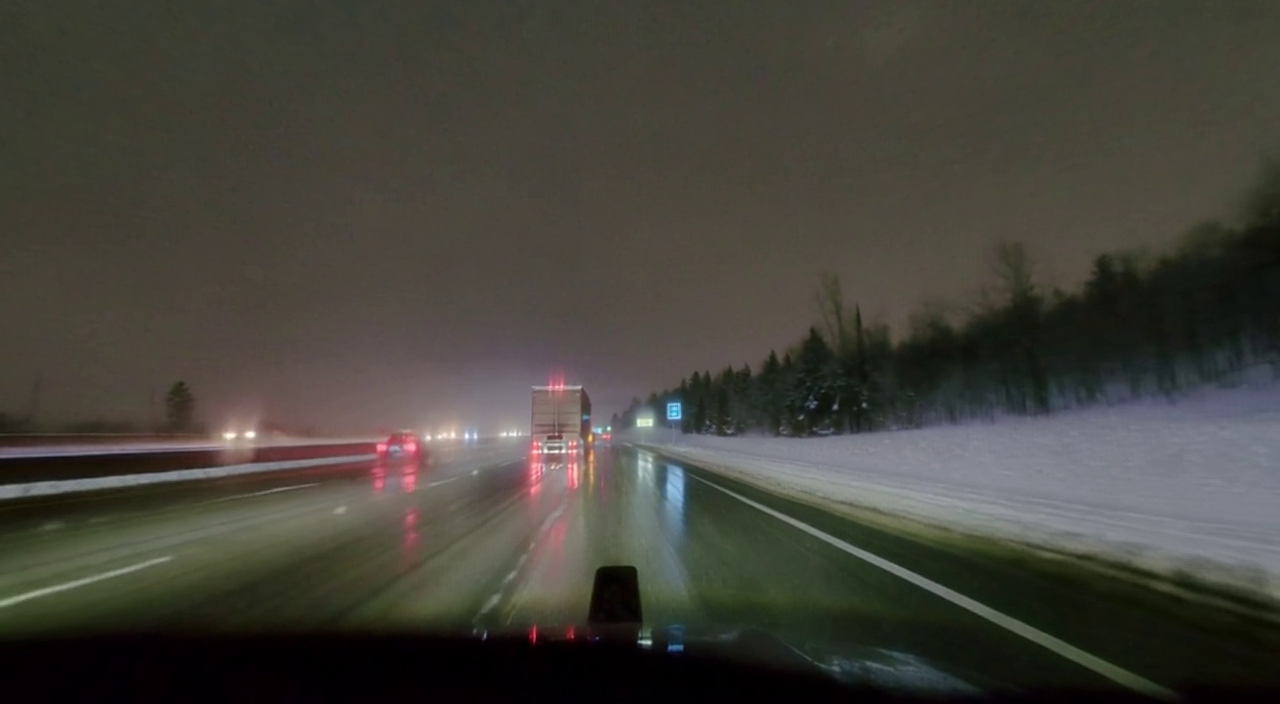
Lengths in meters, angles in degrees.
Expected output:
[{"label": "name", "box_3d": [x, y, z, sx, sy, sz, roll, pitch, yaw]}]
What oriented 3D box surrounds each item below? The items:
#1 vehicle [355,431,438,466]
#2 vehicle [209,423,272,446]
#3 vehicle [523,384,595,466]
[{"label": "vehicle", "box_3d": [-11.579, 4.589, 30.298, 2.138, 1.531, 4.864, 0, -8, -2]}, {"label": "vehicle", "box_3d": [-28.438, 5.911, 44.925, 1.872, 1.586, 4.129, 0, -8, -1]}, {"label": "vehicle", "box_3d": [-4.424, 4.477, 37.235, 3.002, 3.987, 12.477, 1, -8, -2]}]
